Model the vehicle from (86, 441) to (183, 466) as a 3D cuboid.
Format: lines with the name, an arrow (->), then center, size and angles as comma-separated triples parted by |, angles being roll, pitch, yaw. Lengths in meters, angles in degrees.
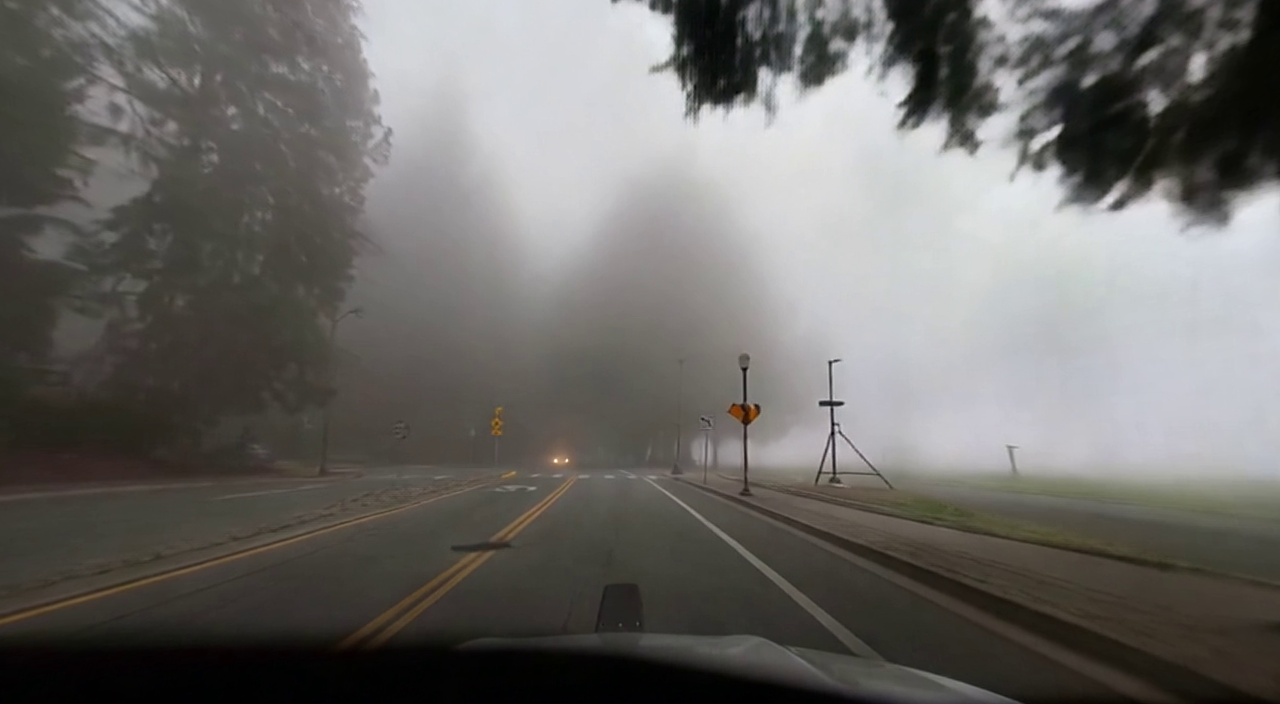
vehicle -> -32.130, 6.457, 40.257 | 4.534, 1.488, 1.930 | -1, -9, 2

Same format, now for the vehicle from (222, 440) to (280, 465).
vehicle -> -29.962, 7.739, 48.837 | 1.922, 1.805, 4.208 | 0, -9, -3
